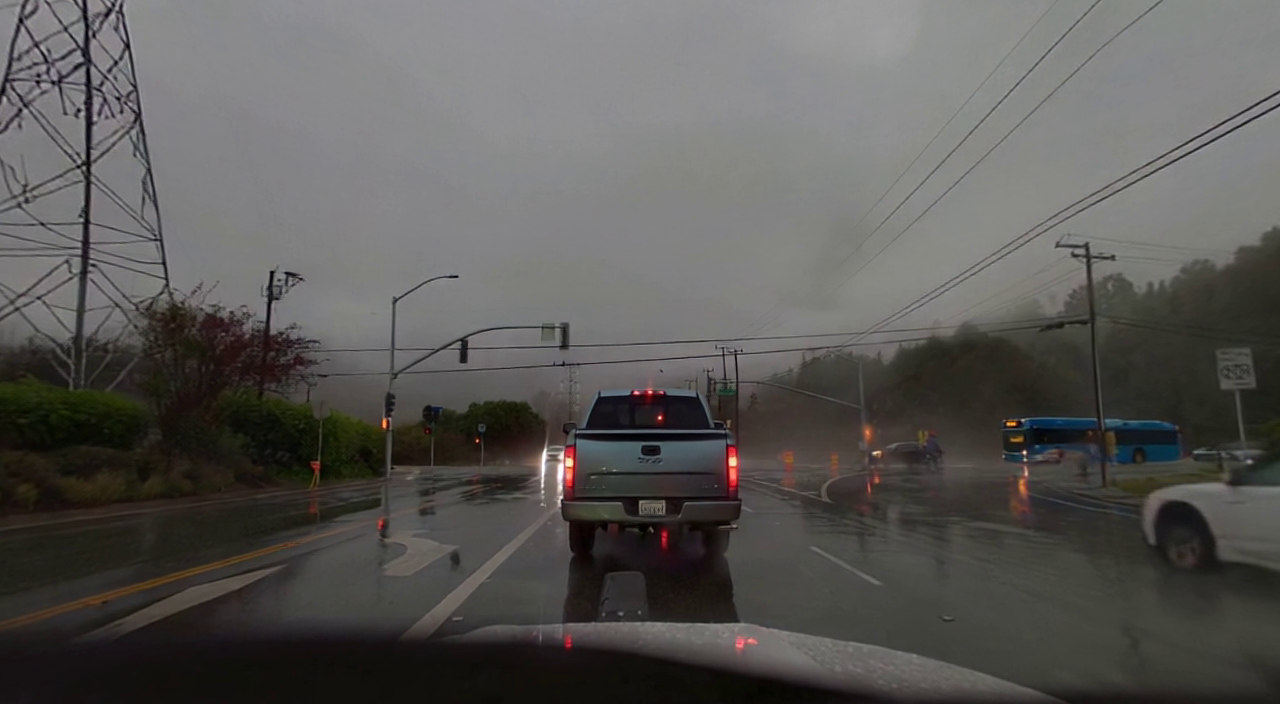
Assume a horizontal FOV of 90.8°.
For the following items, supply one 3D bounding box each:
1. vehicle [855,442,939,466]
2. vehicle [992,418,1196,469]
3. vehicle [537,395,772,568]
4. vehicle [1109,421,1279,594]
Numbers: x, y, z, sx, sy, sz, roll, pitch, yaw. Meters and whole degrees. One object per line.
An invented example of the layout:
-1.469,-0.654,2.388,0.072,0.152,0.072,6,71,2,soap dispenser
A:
16.689,6.636,41.208,4.578,1.490,1.935,-1,-8,3,vehicle
29.375,5.974,41.259,10.726,3.128,3.003,-1,-8,1,vehicle
0.117,1.902,10.135,2.707,1.964,5.485,0,-8,-1,vehicle
6.592,1.318,5.293,2.060,1.496,4.520,-1,-8,4,vehicle
